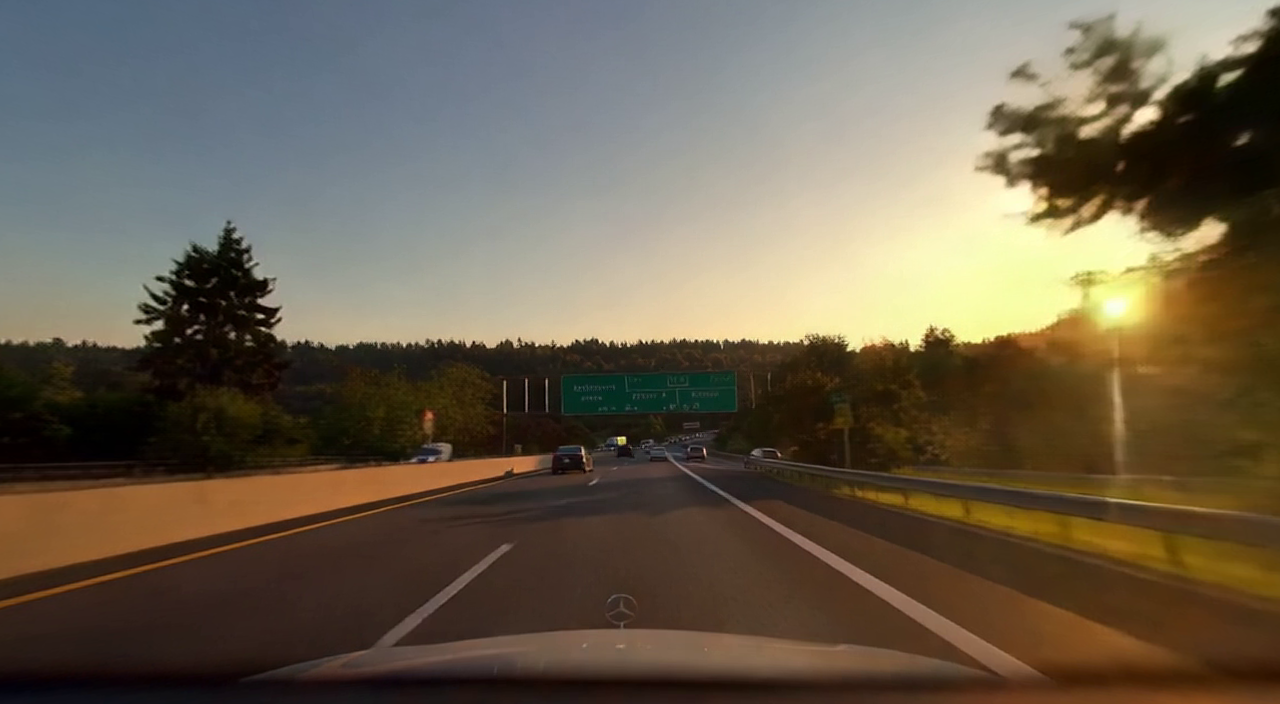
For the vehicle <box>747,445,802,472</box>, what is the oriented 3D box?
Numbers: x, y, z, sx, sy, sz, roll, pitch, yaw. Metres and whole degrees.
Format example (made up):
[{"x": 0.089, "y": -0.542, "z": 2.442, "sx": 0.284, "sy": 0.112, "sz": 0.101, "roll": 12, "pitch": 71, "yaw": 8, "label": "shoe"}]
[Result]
[{"x": 8.611, "y": 6.847, "z": 40.784, "sx": 2.021, "sy": 1.639, "sz": 4.203, "roll": 1, "pitch": -9, "yaw": -10, "label": "vehicle"}]

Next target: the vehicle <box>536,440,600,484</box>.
[{"x": -2.886, "y": 4.490, "z": 26.103, "sx": 2.037, "sy": 1.638, "sz": 4.274, "roll": 0, "pitch": -9, "yaw": 1, "label": "vehicle"}]
